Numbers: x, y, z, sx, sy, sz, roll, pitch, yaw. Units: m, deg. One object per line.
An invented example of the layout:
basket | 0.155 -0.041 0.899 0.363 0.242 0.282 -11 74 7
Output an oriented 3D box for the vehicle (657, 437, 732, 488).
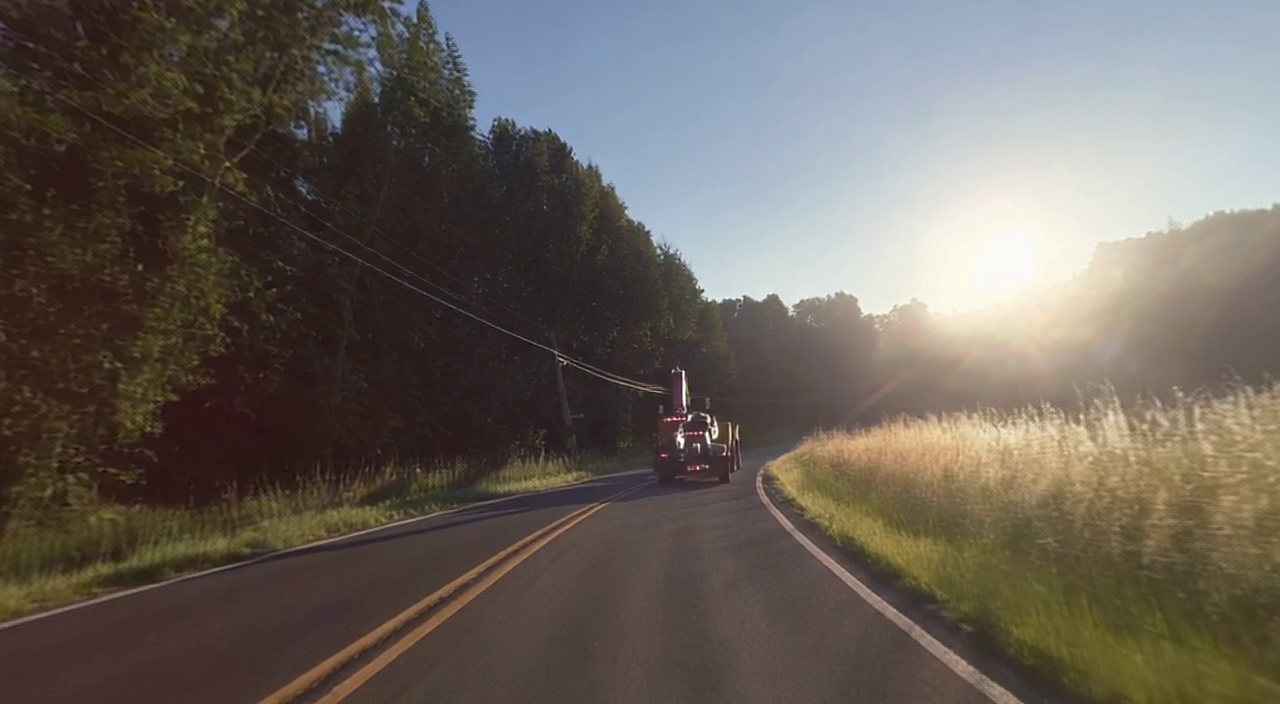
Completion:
vehicle | 1.896 3.586 20.758 2.196 1.465 4.294 -1 -9 8
